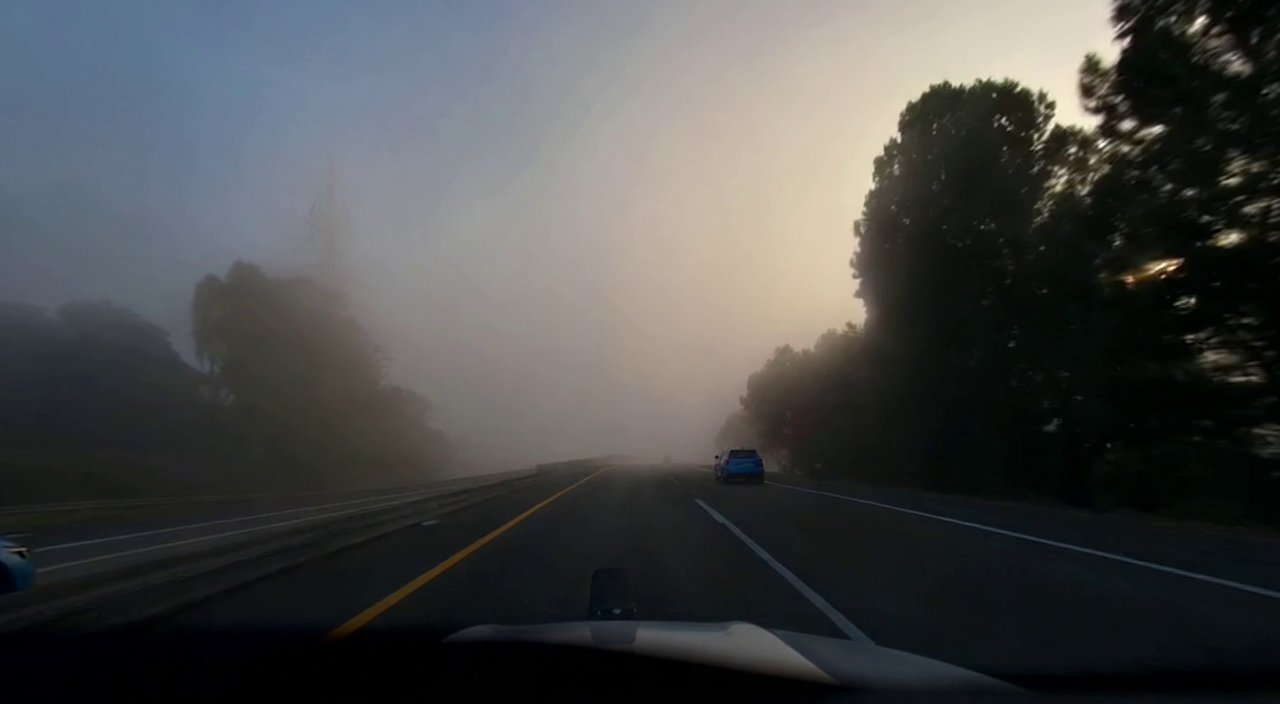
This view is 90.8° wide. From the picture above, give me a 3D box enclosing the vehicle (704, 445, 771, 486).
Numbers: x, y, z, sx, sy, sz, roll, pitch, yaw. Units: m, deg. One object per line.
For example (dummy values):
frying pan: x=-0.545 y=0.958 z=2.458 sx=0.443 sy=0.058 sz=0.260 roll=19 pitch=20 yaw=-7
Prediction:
vehicle: x=3.915 y=4.638 z=26.098 sx=2.030 sy=1.526 sz=4.165 roll=0 pitch=-9 yaw=-1
